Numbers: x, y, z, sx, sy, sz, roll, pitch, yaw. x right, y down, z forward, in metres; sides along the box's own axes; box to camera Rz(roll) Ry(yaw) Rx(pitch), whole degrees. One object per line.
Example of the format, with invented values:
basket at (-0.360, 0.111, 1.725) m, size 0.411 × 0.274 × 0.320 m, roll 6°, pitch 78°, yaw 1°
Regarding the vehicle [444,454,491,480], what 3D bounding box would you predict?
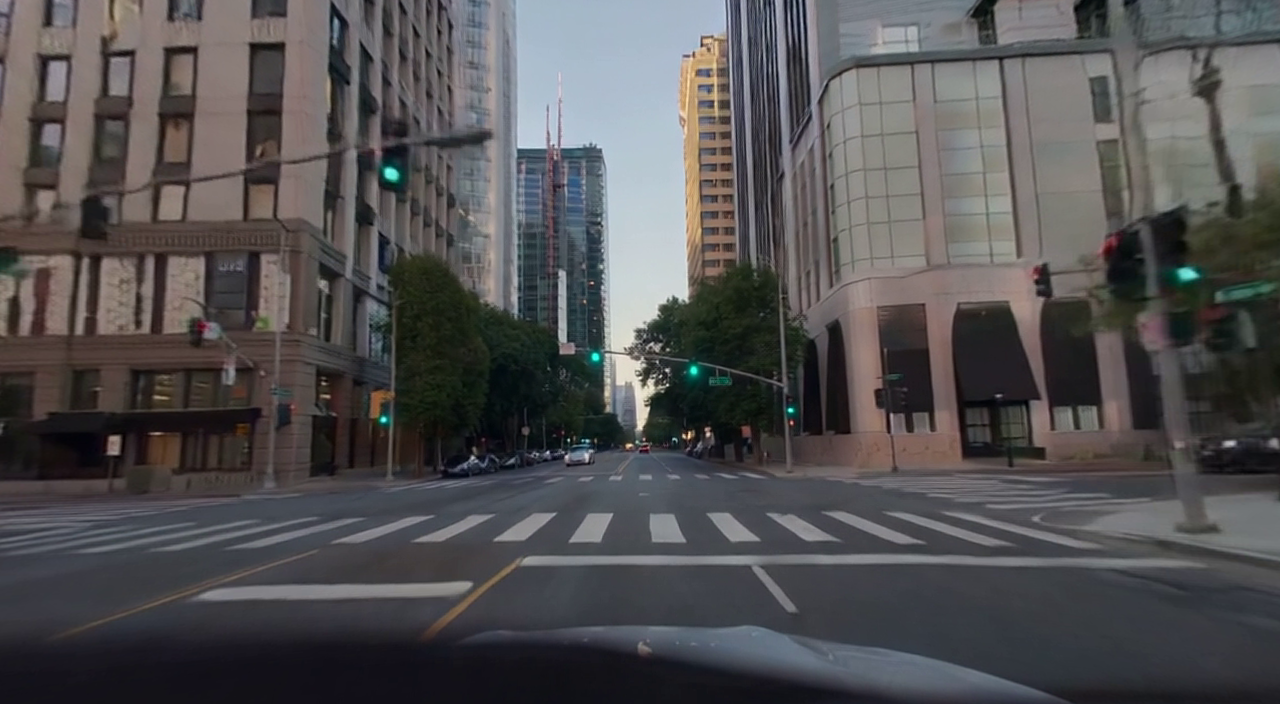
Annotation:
vehicle at (-11.926, 7.937, 43.622) m, size 1.910 × 1.511 × 4.565 m, roll -1°, pitch -7°, yaw 1°
